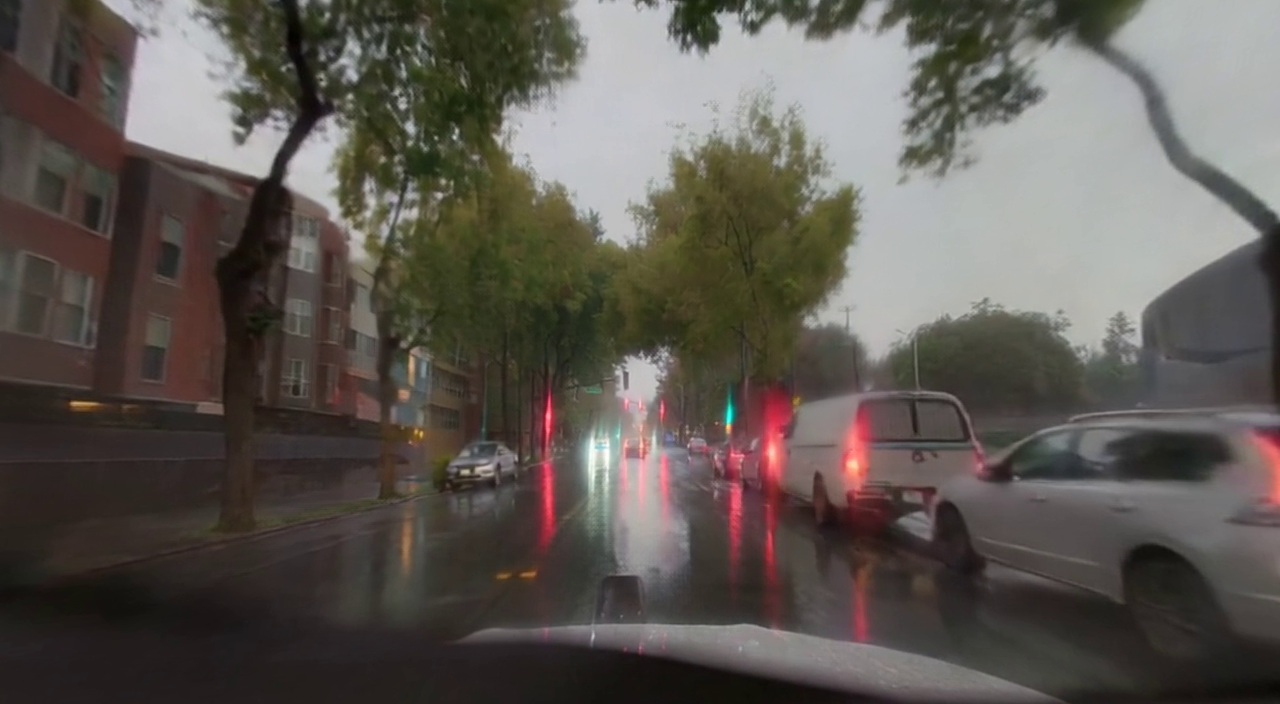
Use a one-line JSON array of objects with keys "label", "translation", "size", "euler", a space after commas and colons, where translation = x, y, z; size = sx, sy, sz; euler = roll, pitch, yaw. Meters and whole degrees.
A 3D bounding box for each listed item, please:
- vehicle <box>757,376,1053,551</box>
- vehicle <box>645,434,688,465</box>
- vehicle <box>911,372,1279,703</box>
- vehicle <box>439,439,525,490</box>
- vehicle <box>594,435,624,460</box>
[{"label": "vehicle", "translation": [3.641, 1.725, 10.369], "size": [2.356, 2.043, 5.791], "euler": [0, -8, 0]}, {"label": "vehicle", "translation": [1.572, 5.585, 36.197], "size": [2.111, 1.619, 4.077], "euler": [-1, -9, 7]}, {"label": "vehicle", "translation": [3.951, 1.164, 4.772], "size": [1.871, 1.603, 4.161], "euler": [0, -8, -1]}, {"label": "vehicle", "translation": [-5.913, 4.248, 24.268], "size": [2.013, 1.772, 4.439], "euler": [-1, -8, 2]}, {"label": "vehicle", "translation": [-2.266, 7.089, 46.923], "size": [1.979, 1.723, 3.849], "euler": [0, -8, 1]}]
